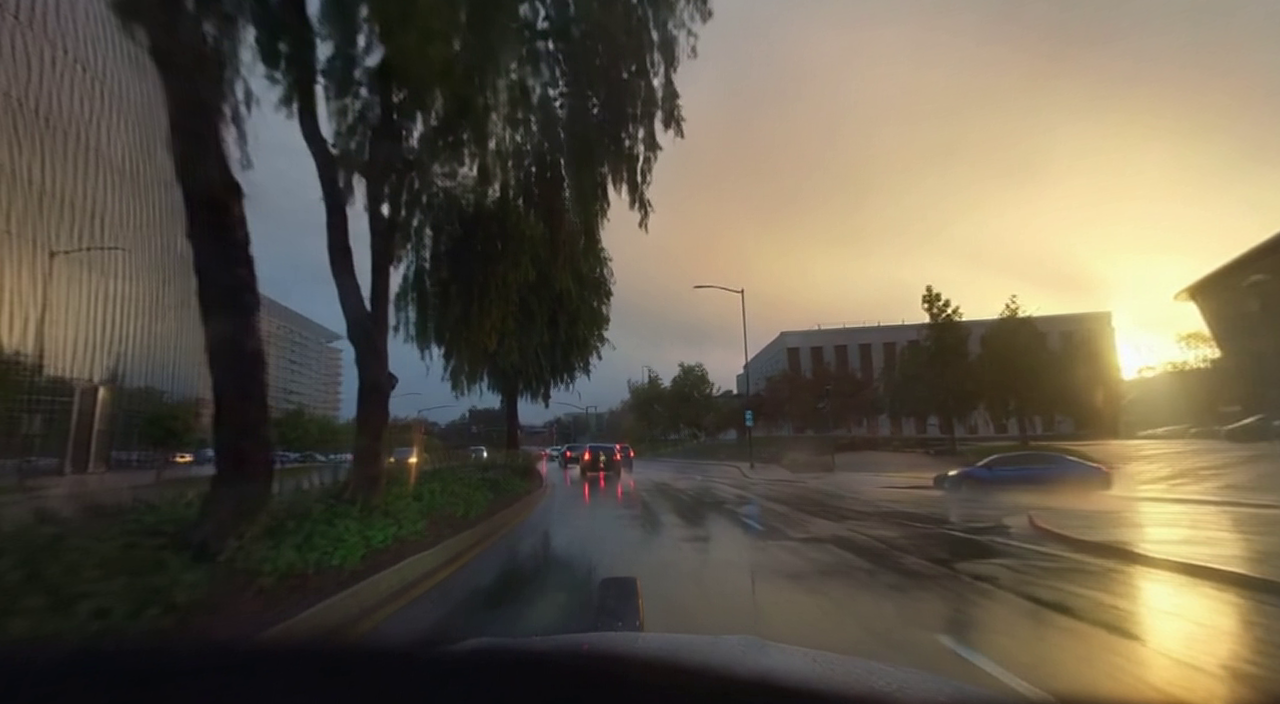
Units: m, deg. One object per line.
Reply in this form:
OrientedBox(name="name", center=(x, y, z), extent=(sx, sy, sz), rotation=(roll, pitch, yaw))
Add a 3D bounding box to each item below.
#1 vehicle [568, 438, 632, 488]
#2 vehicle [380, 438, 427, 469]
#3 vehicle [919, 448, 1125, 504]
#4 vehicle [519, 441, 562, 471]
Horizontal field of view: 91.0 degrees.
OrientedBox(name="vehicle", center=(-1.467, 4.111, 23.682), extent=(2.183, 1.675, 4.319), rotation=(0, -9, -3))
OrientedBox(name="vehicle", center=(-17.315, 7.542, 46.467), extent=(2.334, 1.945, 5.298), rotation=(6, -12, -12))
OrientedBox(name="vehicle", center=(11.080, 3.620, 18.640), extent=(4.645, 1.505, 2.100), rotation=(-1, -9, 7))
OrientedBox(name="vehicle", center=(-6.261, 6.446, 39.167), extent=(2.121, 1.728, 4.161), rotation=(3, -9, -16))
